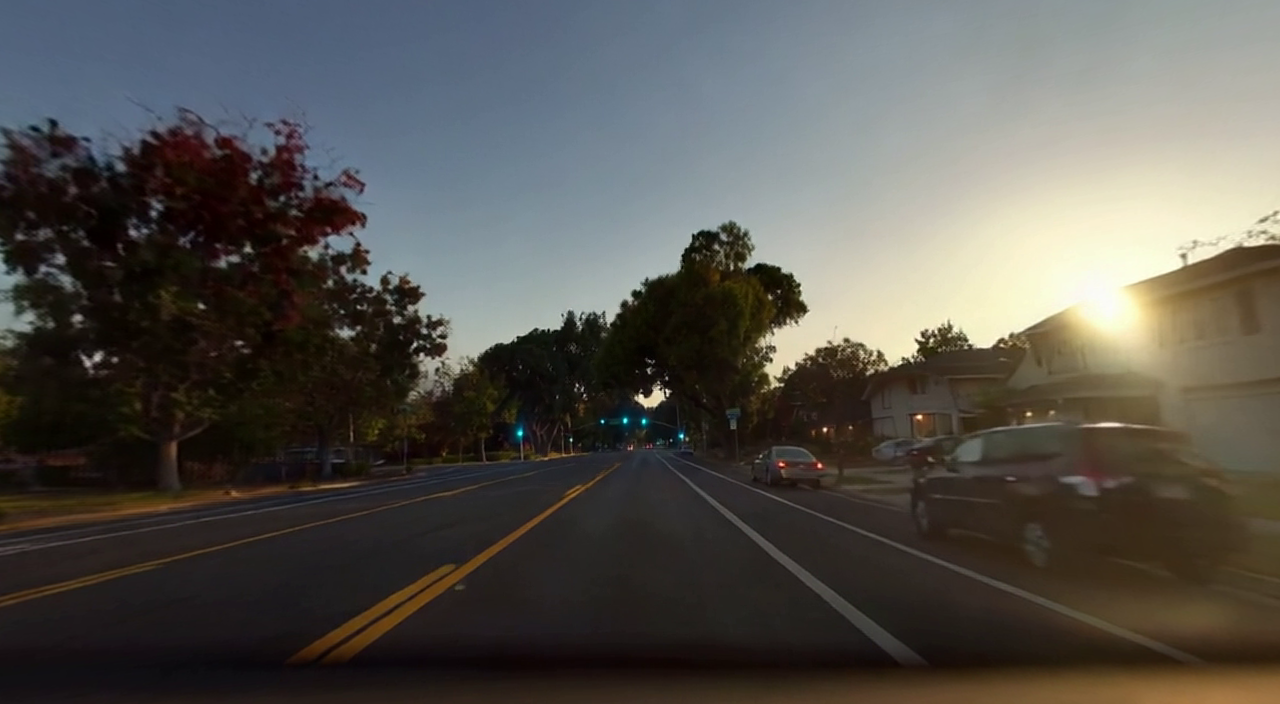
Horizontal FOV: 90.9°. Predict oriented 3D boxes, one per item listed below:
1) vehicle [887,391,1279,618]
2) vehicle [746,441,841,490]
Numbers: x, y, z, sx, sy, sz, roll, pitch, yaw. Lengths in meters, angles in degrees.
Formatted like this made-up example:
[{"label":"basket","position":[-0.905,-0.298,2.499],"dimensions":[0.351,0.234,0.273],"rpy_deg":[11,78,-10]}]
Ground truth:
[{"label":"vehicle","position":[4.814,1.525,7.240],"dimensions":[2.069,1.743,4.595],"rpy_deg":[0,-9,0]},{"label":"vehicle","position":[5.010,3.766,21.312],"dimensions":[1.995,1.472,4.884],"rpy_deg":[0,-9,0]}]
